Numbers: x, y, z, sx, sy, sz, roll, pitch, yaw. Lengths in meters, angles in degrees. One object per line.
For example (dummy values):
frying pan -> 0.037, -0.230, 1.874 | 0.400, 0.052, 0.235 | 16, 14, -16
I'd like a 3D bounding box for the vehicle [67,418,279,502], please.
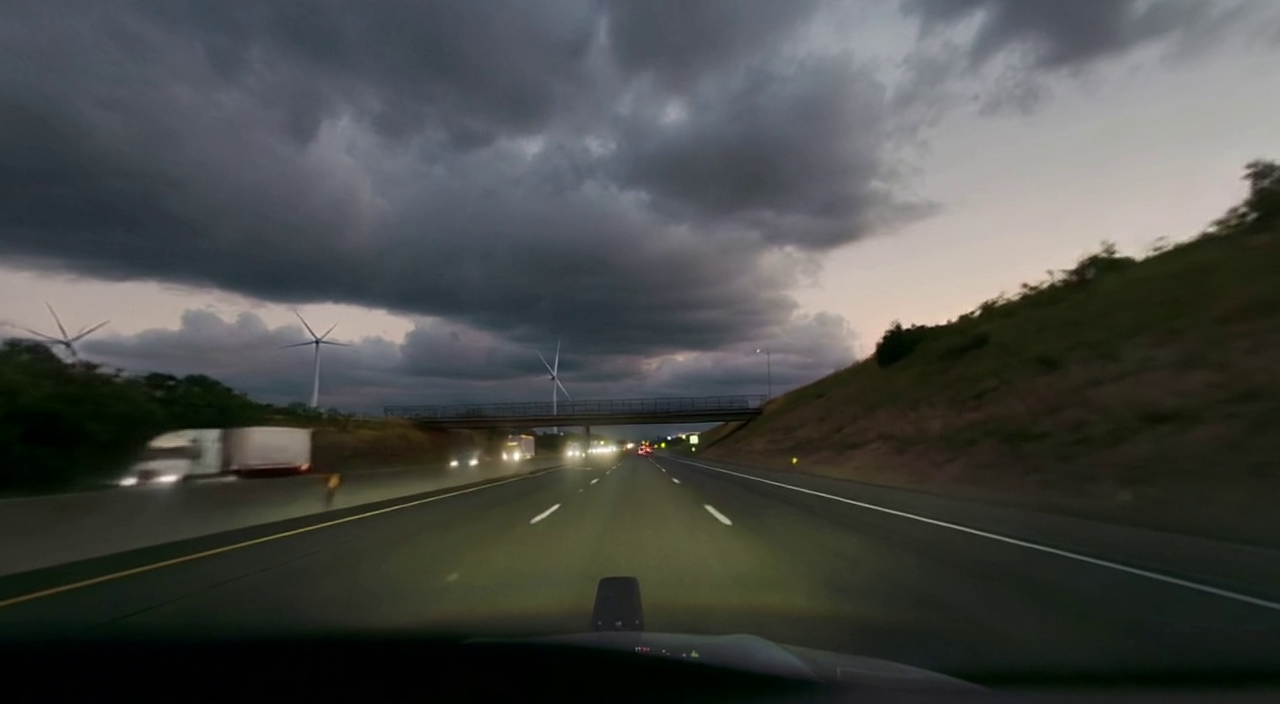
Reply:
vehicle -> -19.843, 4.675, 27.796 | 2.877, 3.107, 8.416 | 0, -9, 0
